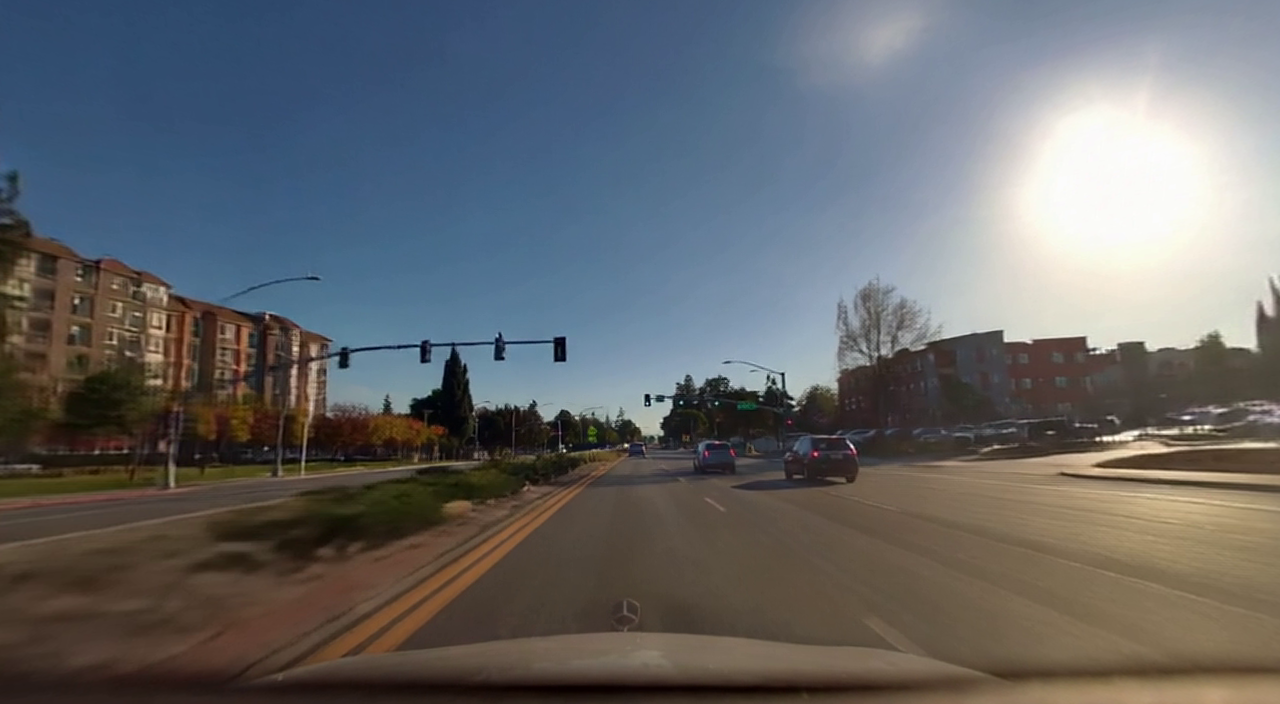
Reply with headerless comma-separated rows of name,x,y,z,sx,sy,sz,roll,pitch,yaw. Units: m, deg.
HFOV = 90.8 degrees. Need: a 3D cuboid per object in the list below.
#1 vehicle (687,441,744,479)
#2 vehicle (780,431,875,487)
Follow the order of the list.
vehicle,3.243,4.731,28.031,1.917,1.538,4.259,0,-9,-1
vehicle,6.586,3.818,22.783,1.946,1.773,4.641,0,-9,-1
